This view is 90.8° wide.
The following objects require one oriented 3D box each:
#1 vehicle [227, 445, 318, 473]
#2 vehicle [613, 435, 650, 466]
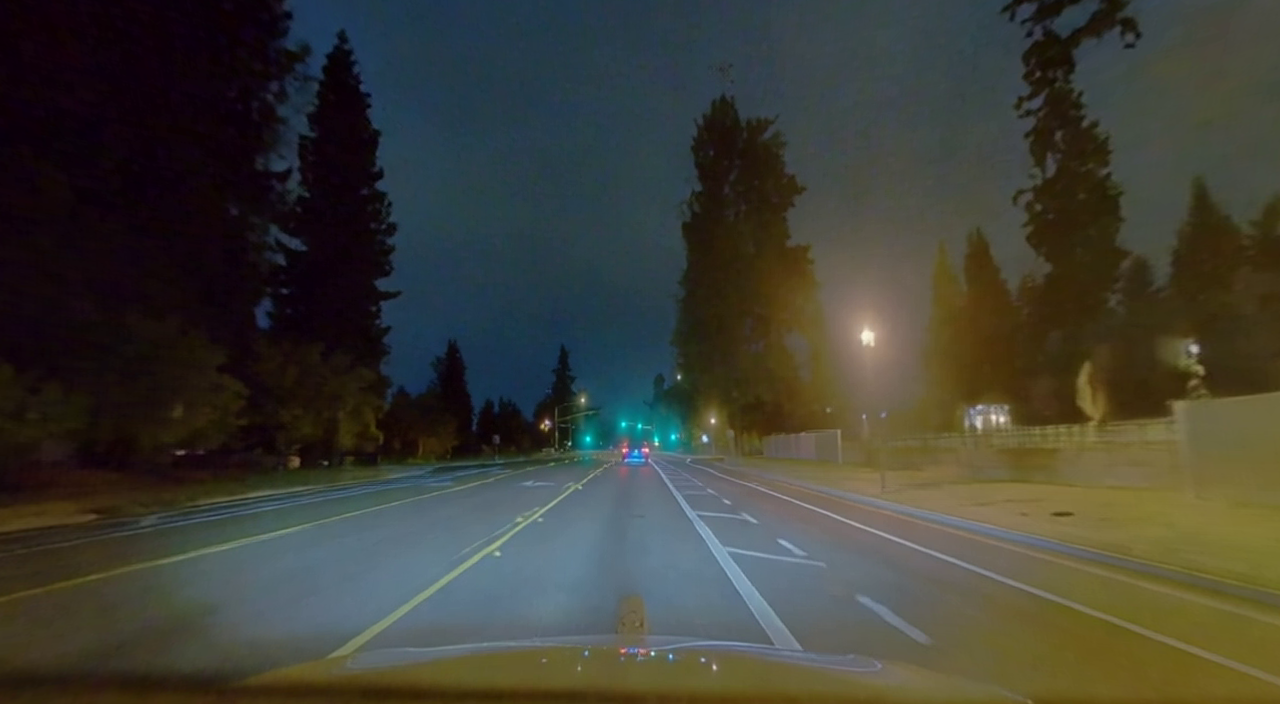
[{"bbox_3d":[-22.121,6.420,38.103,4.241,1.601,1.970,0,-8,1],"label":"vehicle"},{"bbox_3d":[-0.529,6.308,40.583,2.230,1.827,4.298,0,-8,-1],"label":"vehicle"}]
